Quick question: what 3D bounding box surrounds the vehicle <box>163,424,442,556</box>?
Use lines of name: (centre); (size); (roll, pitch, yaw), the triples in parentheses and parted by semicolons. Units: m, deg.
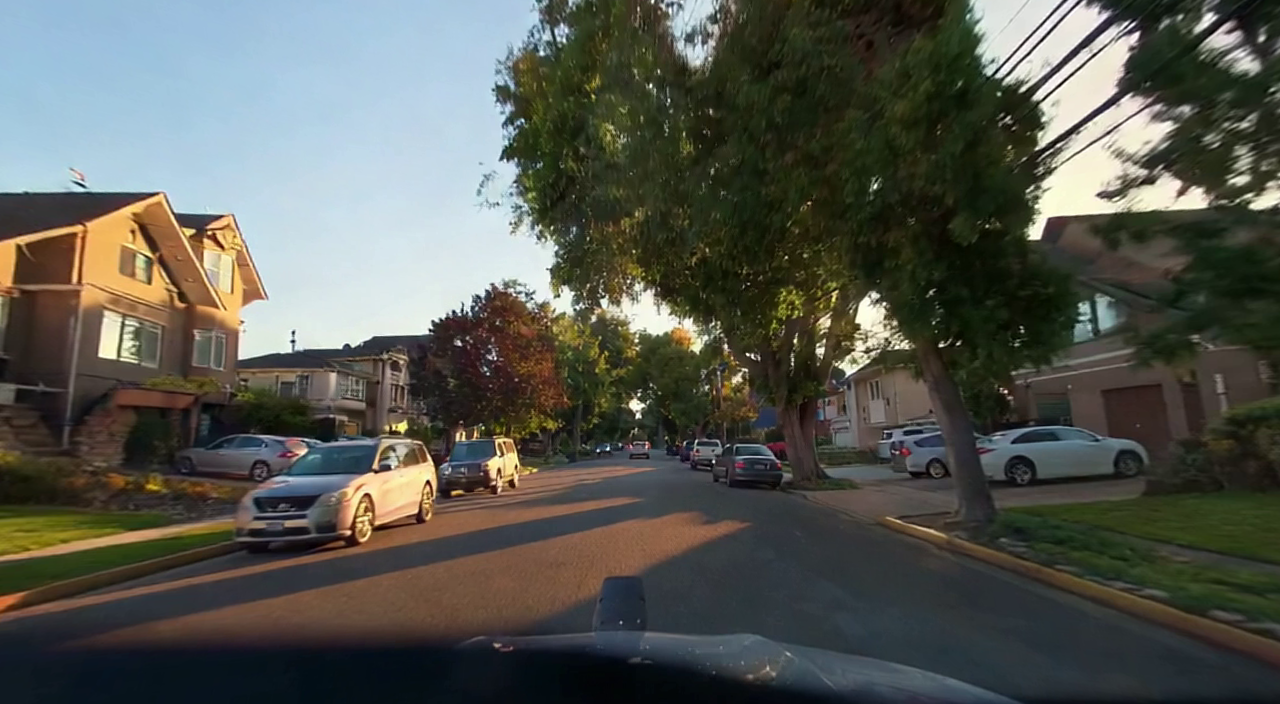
vehicle: (-5.396, 2.169, 11.097); (2.275, 1.781, 4.682); (1, -7, 0)

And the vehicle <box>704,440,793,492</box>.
vehicle: (3.384, 3.673, 20.787); (2.008, 1.482, 4.891); (0, -8, -1)

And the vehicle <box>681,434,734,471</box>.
vehicle: (3.500, 5.362, 33.884); (2.280, 1.820, 5.001); (0, -8, 0)

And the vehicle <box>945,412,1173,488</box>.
vehicle: (11.387, 2.673, 17.435); (4.776, 1.602, 1.968); (-4, -8, 0)

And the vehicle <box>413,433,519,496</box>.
vehicle: (-5.280, 3.480, 19.849); (2.103, 1.731, 4.197); (0, -9, 0)
